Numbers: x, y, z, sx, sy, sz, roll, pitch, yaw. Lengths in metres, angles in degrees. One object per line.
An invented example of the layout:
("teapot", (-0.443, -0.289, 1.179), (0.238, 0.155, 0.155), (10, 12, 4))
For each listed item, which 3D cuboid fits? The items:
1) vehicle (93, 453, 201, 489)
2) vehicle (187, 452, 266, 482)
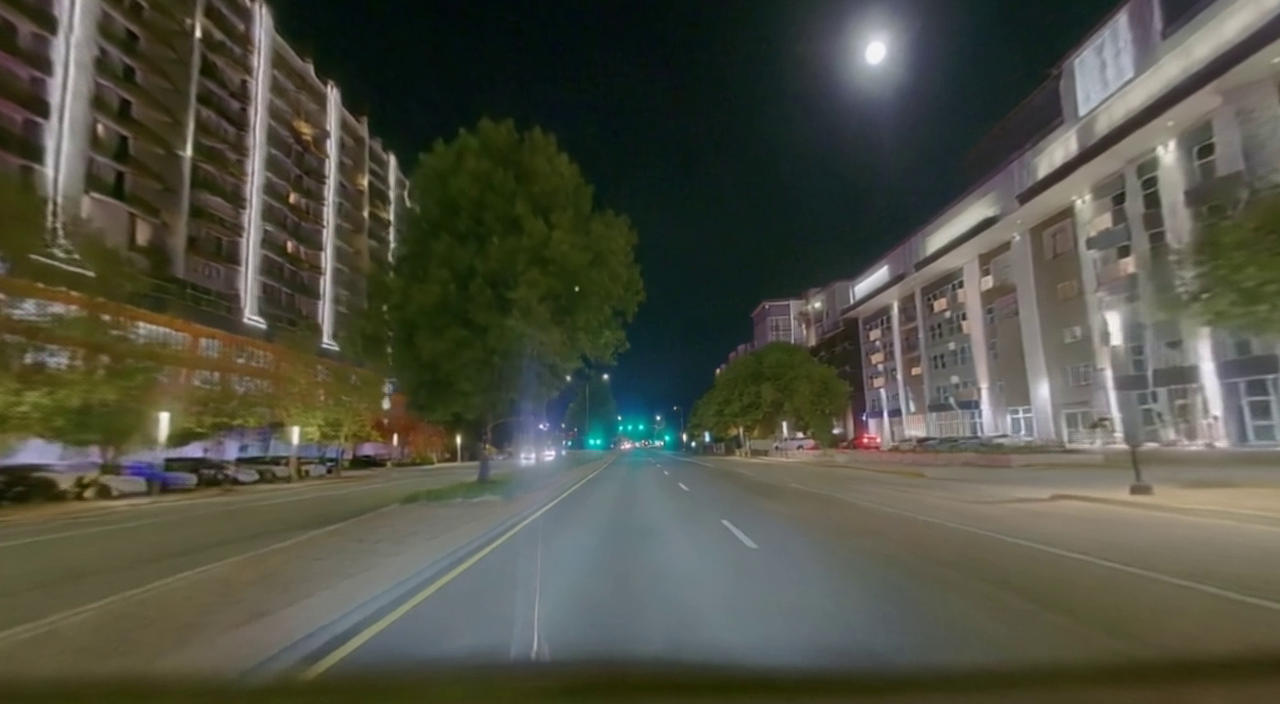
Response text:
("vehicle", (-25.935, 6.242, 33.447), (1.911, 1.706, 4.327), (-1, -8, 5))
("vehicle", (-25.474, 7.058, 39.153), (1.979, 1.652, 4.678), (0, -8, -5))
